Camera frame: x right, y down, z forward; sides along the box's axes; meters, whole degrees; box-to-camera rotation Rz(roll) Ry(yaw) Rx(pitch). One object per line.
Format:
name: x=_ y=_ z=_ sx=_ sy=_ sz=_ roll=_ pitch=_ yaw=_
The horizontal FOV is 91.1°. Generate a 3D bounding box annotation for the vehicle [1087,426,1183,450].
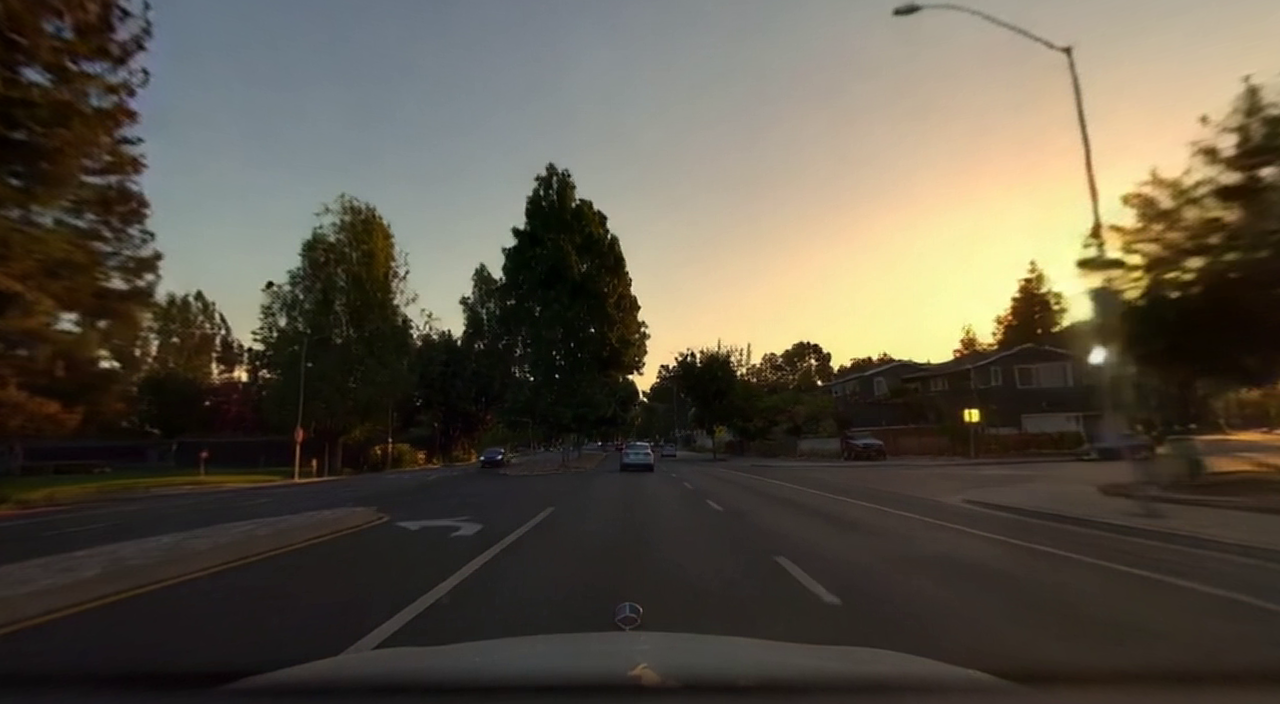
vehicle: x=35.630 y=6.232 z=45.315 sx=1.847 sy=1.578 sz=4.998 roll=6 pitch=-10 yaw=-36

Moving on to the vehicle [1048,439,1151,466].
vehicle: x=24.752 y=5.393 z=33.844 sx=4.466 sy=1.414 sz=1.977 roll=2 pitch=-9 yaw=-15

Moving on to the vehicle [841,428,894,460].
vehicle: x=14.950 y=6.009 z=41.024 sx=2.666 sy=1.892 sz=5.391 roll=-4 pitch=-9 yaw=25

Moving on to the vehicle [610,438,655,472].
vehicle: x=-0.500 y=5.848 z=35.933 sx=2.165 sy=1.783 sz=4.391 roll=1 pitch=-8 yaw=-6
